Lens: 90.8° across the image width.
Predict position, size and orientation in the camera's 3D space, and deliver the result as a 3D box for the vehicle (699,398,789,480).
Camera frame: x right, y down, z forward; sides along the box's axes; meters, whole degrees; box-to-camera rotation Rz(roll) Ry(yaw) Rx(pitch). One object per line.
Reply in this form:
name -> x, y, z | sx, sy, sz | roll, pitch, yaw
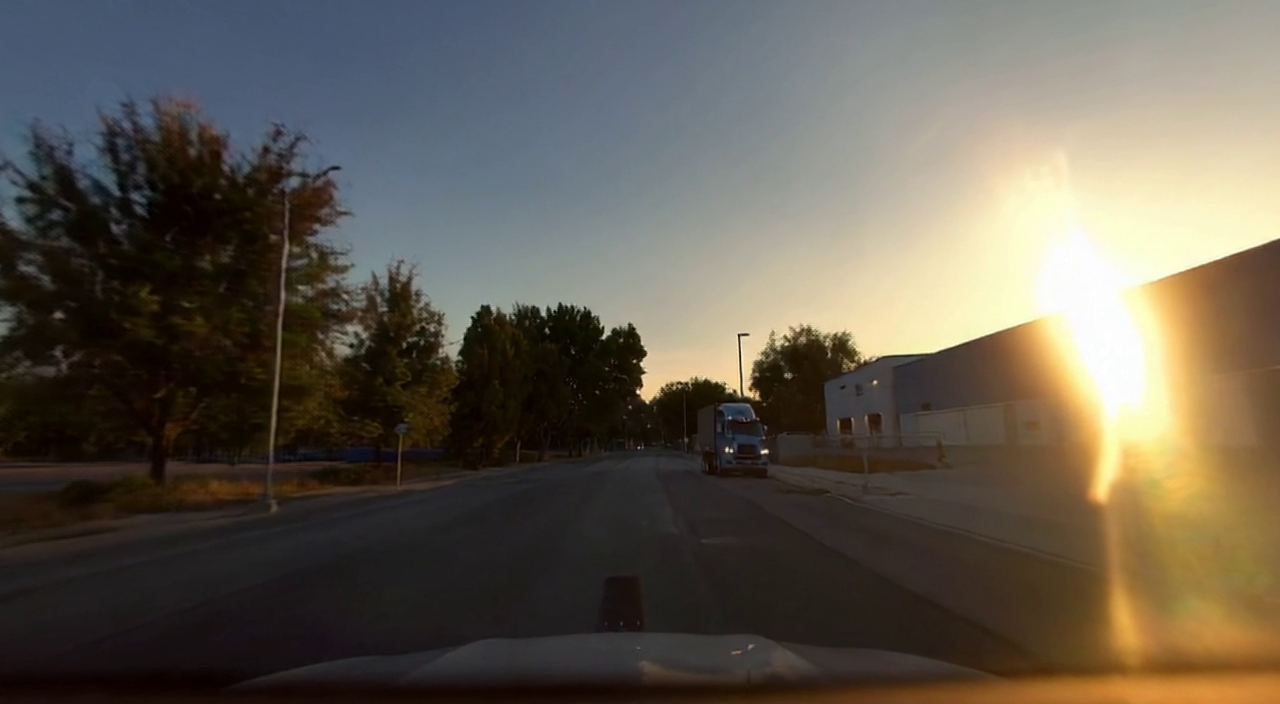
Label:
vehicle -> 4.523, 4.036, 28.968 | 3.019, 3.303, 6.252 | 0, -9, 0
